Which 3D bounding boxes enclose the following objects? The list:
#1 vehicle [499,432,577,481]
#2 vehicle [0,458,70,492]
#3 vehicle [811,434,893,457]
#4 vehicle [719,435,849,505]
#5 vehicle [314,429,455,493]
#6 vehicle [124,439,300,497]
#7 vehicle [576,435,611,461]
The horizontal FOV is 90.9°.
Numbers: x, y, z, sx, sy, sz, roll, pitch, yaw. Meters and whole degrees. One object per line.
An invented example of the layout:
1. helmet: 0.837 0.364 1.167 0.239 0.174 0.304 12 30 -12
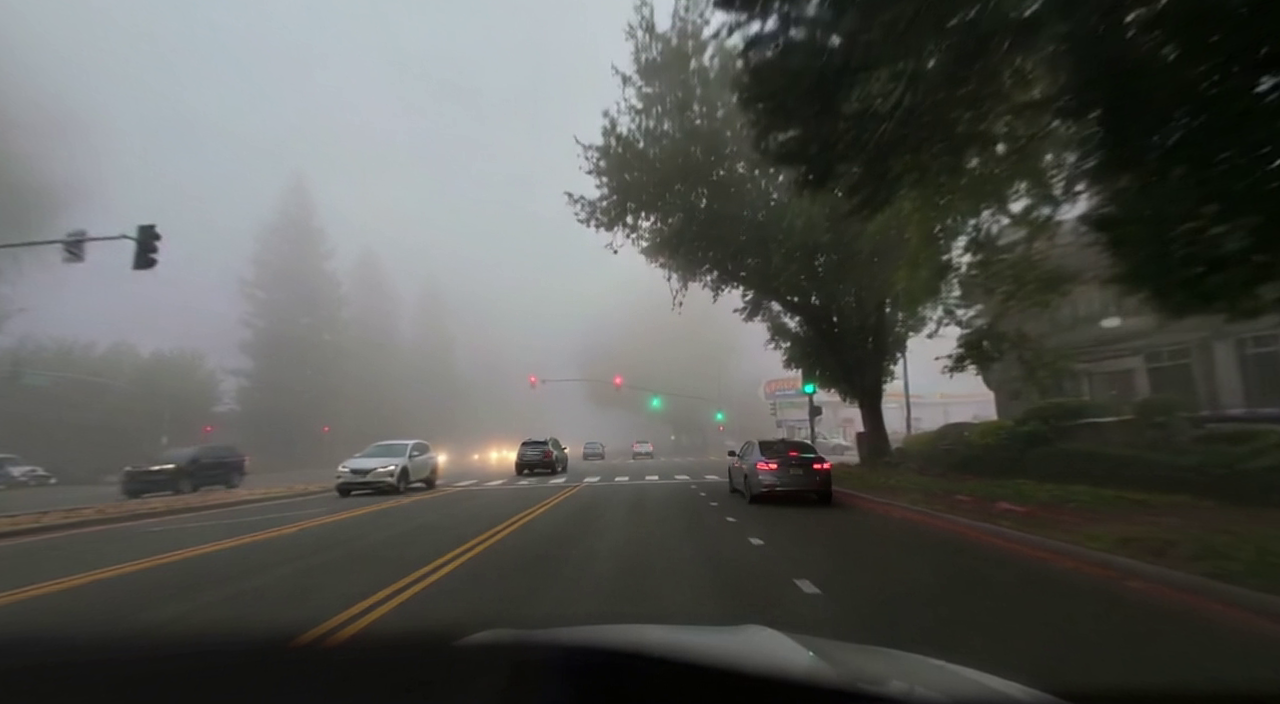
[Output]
1. vehicle: -3.850 4.032 24.636 2.250 1.713 4.422 0 -8 1
2. vehicle: -35.986 7.076 36.036 4.573 1.705 2.377 -2 -8 2
3. vehicle: 14.409 6.398 42.946 4.776 1.486 2.138 1 -9 -5
4. vehicle: 3.360 2.881 15.839 2.095 1.475 4.686 0 -8 -1
5. vehicle: -7.830 3.393 20.057 2.224 1.747 5.274 0 -8 0
6. vehicle: -15.730 4.269 23.751 2.486 1.876 5.659 0 -8 2
7. vehicle: -3.410 7.190 47.057 2.126 1.810 4.414 0 -8 1
